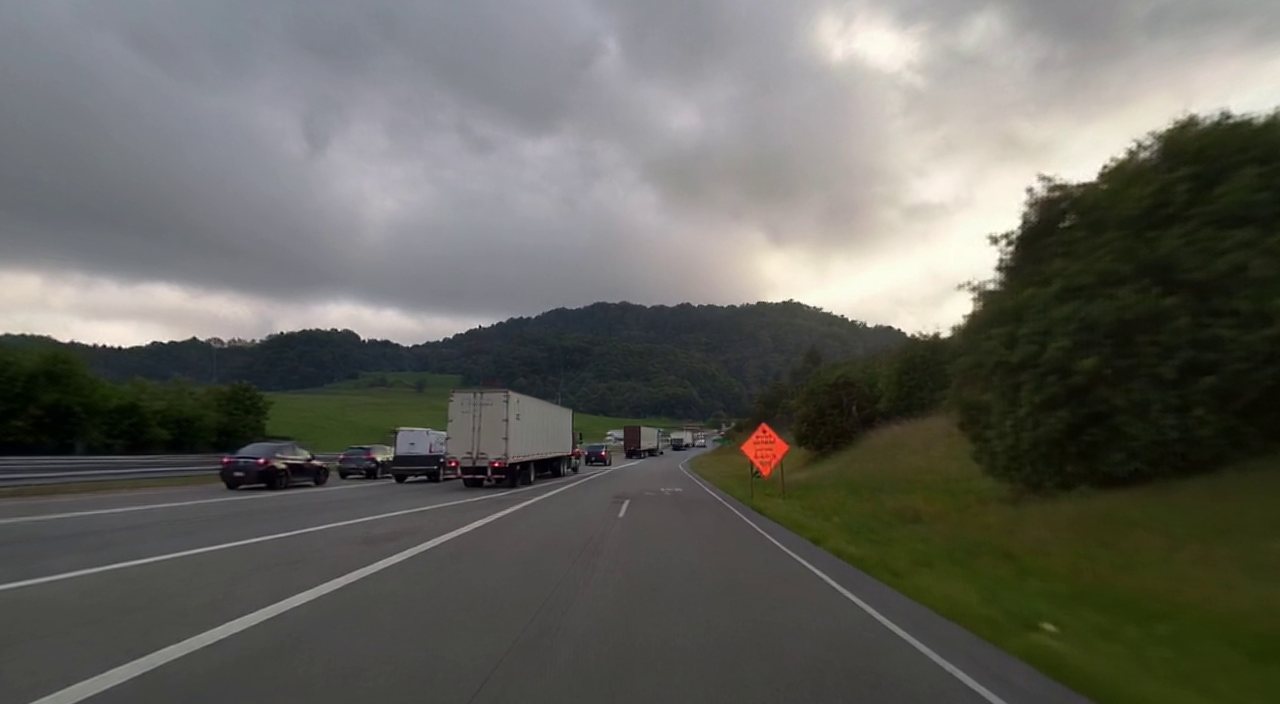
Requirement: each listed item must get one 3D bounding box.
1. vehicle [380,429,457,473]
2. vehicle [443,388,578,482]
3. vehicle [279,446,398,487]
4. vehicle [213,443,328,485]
[{"bbox_3d":[-13.887,6.262,39.895,2.264,2.596,5.494,-1,-9,7],"label":"vehicle"},{"bbox_3d":[-6.384,4.724,34.690,2.848,4.067,14.314,-1,-9,7],"label":"vehicle"},{"bbox_3d":[-12.022,4.578,25.584,1.925,1.493,4.864,-1,-9,8],"label":"vehicle"},{"bbox_3d":[-15.778,4.787,27.202,1.943,1.662,4.283,-1,-9,7],"label":"vehicle"}]
